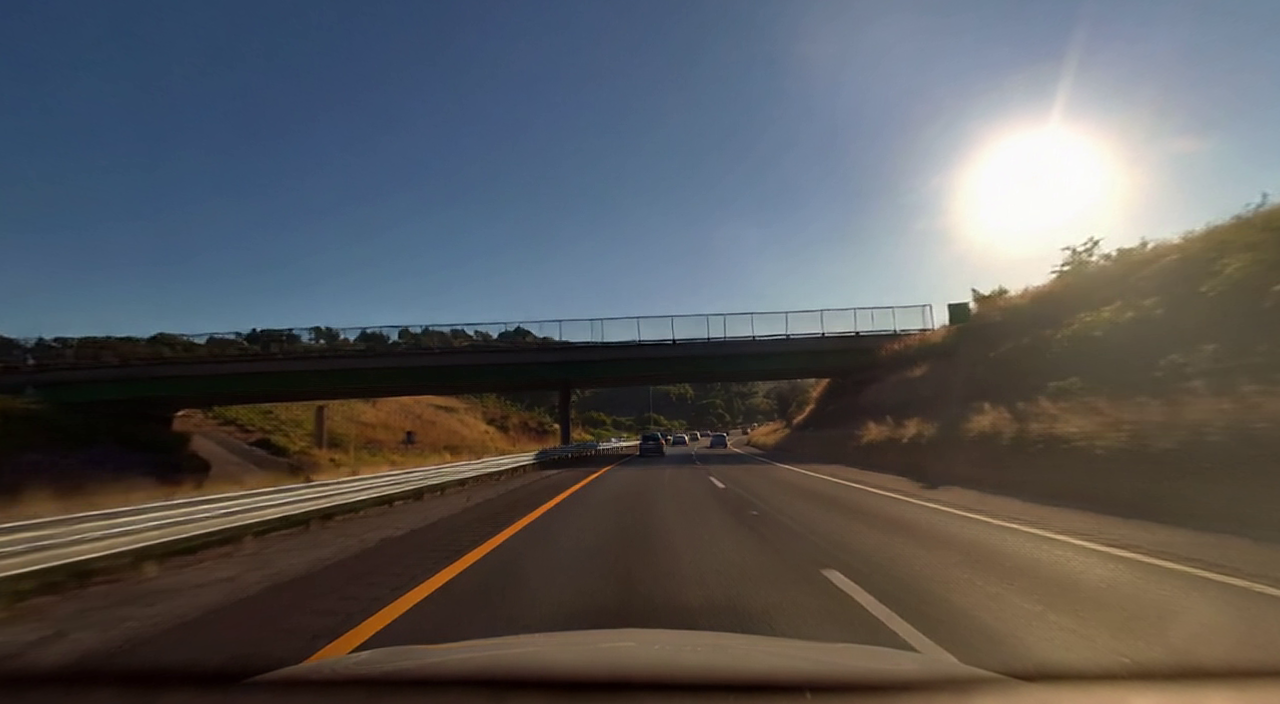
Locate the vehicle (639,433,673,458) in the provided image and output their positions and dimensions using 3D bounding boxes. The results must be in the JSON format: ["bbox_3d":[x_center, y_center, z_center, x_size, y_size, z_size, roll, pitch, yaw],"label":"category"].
[{"bbox_3d":[1.083,6.026,40.693,1.993,1.461,3.812,-1,-8,4],"label":"vehicle"}]
